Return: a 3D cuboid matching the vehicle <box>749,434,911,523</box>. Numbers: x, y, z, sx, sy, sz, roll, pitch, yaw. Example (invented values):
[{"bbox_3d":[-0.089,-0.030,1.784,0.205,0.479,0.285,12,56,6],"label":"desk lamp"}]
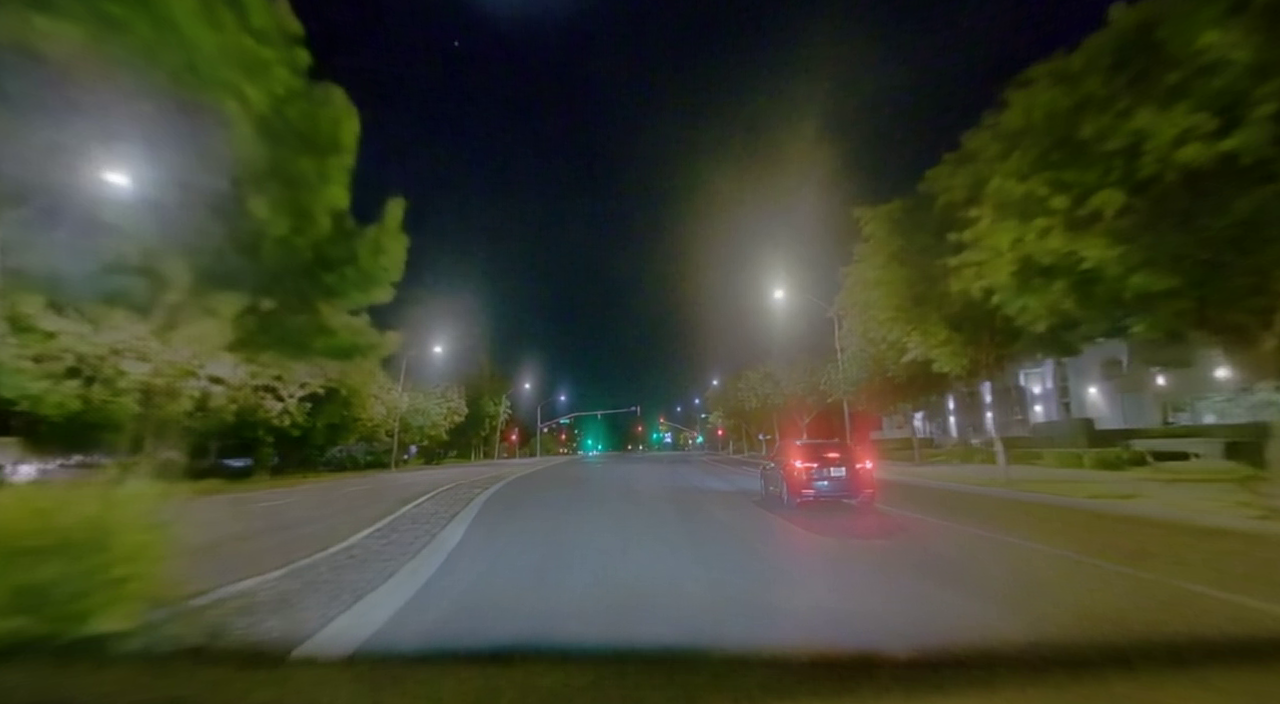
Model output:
[{"bbox_3d":[3.510,2.417,12.575,1.852,1.453,4.083,0,-9,-1],"label":"vehicle"}]
